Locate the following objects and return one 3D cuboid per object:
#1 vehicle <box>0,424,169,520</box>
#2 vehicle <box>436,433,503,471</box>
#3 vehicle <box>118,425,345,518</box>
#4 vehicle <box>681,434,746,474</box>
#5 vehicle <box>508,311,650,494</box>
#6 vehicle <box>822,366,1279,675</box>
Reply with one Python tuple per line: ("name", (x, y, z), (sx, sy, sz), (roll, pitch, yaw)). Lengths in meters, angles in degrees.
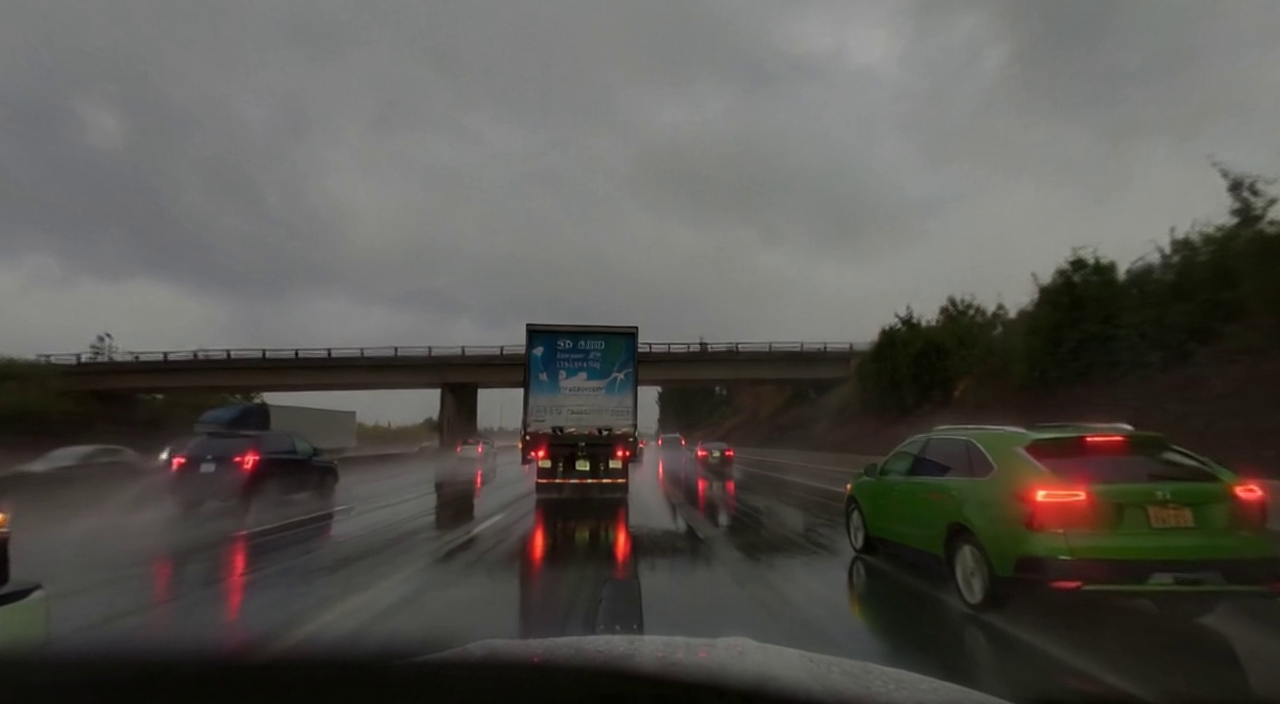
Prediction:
("vehicle", (-16.556, 3.233, 17.640), (2.446, 2.276, 5.514), (0, -8, -1))
("vehicle", (-8.240, 4.846, 30.807), (2.057, 1.698, 4.550), (0, -8, 0))
("vehicle", (-8.456, 2.467, 13.660), (2.048, 1.652, 4.421), (0, -8, -2))
("vehicle", (2.944, 4.180, 26.185), (2.003, 1.519, 4.580), (0, -8, -2))
("vehicle", (-1.660, 1.692, 18.051), (2.911, 3.787, 9.905), (1, -8, -5))
("vehicle", (3.437, 1.196, 5.666), (2.118, 1.647, 4.400), (0, -8, -2))
